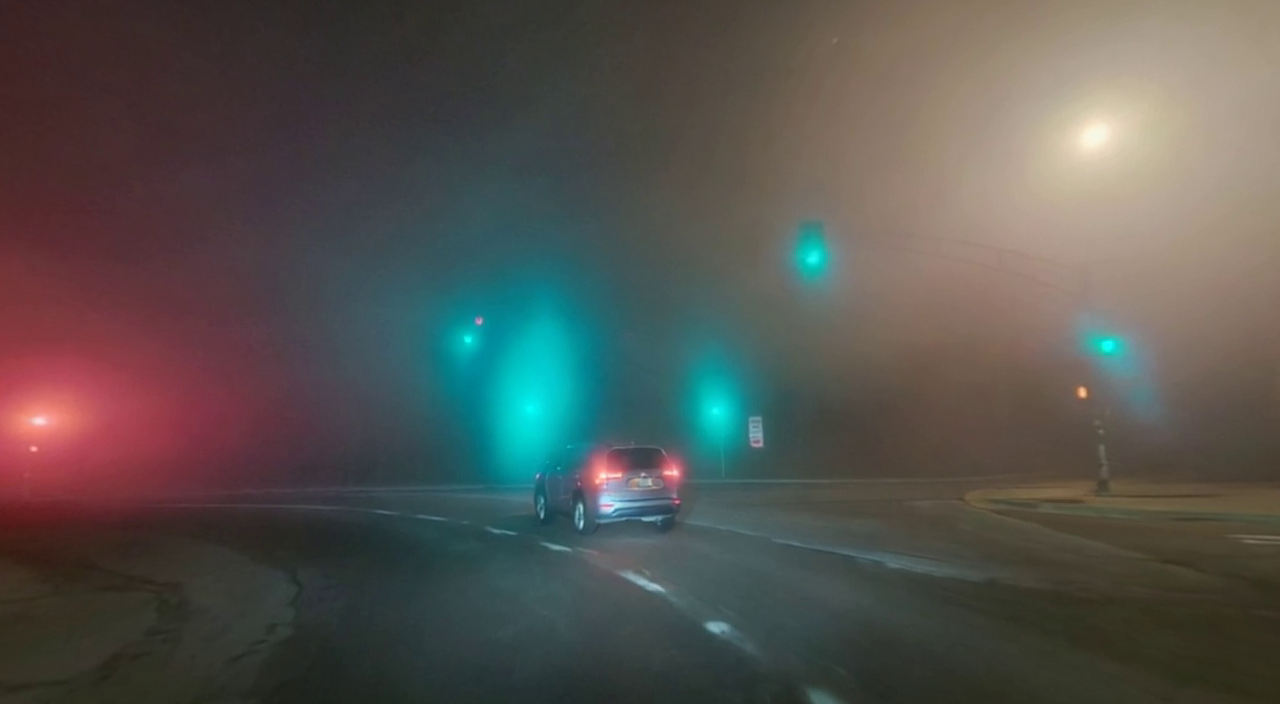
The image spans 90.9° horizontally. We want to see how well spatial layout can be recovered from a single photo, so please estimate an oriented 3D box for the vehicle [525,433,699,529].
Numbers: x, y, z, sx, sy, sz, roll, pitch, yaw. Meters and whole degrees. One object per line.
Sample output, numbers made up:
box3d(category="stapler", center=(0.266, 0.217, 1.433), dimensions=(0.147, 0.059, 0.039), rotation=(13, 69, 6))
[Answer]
box3d(category="vehicle", center=(-0.776, 2.570, 13.289), dimensions=(1.938, 1.648, 4.211), rotation=(4, -9, -29))
